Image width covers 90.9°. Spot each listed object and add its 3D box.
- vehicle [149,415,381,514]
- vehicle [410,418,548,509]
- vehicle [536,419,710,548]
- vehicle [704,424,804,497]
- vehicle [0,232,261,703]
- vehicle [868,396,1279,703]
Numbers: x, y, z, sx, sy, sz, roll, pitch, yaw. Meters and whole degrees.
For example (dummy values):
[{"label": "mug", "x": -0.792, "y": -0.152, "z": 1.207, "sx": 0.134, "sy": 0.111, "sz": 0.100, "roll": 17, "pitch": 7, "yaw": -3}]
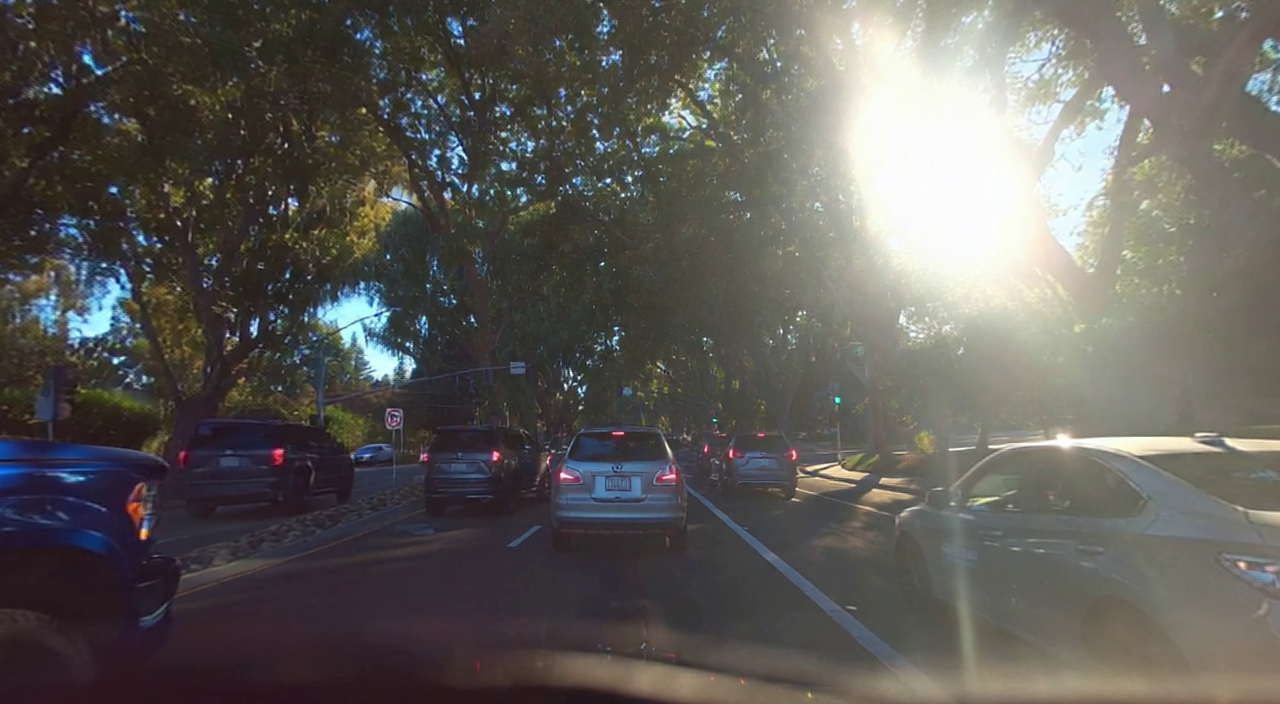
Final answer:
[{"label": "vehicle", "x": -7.570, "y": 2.332, "z": 13.573, "sx": 2.385, "sy": 1.687, "sz": 5.025, "roll": 1, "pitch": -8, "yaw": -7}, {"label": "vehicle", "x": -3.647, "y": 2.622, "z": 15.276, "sx": 2.089, "sy": 1.857, "sz": 4.488, "roll": 0, "pitch": -8, "yaw": 1}, {"label": "vehicle", "x": -0.226, "y": 1.943, "z": 9.901, "sx": 2.194, "sy": 1.607, "sz": 3.690, "roll": 0, "pitch": -8, "yaw": 0}, {"label": "vehicle", "x": 3.190, "y": 3.148, "z": 18.645, "sx": 2.102, "sy": 1.841, "sz": 4.587, "roll": 0, "pitch": -8, "yaw": 0}, {"label": "vehicle", "x": -3.468, "y": 0.395, "z": 0.561, "sx": 2.656, "sy": 2.021, "sz": 5.800, "roll": 0, "pitch": -8, "yaw": 0}, {"label": "vehicle", "x": 3.004, "y": 1.067, "z": 3.257, "sx": 1.874, "sy": 1.477, "sz": 4.698, "roll": 0, "pitch": -8, "yaw": 0}]
